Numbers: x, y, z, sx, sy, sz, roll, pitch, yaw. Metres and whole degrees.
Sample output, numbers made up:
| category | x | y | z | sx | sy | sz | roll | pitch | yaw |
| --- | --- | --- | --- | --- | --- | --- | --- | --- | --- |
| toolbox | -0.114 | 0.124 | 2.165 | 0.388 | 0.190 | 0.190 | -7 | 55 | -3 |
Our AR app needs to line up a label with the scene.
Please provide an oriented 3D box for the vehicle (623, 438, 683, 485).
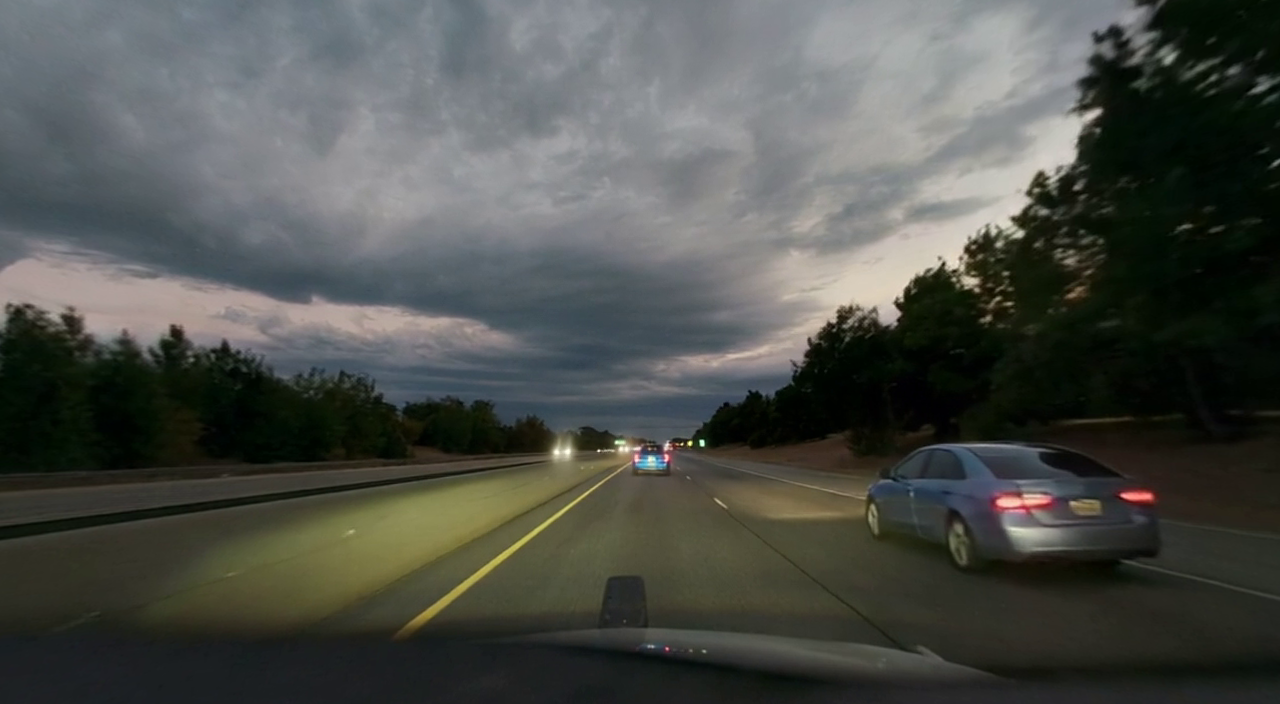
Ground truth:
| category | x | y | z | sx | sy | sz | roll | pitch | yaw |
| --- | --- | --- | --- | --- | --- | --- | --- | --- | --- |
| vehicle | 0.494 | 4.348 | 25.202 | 2.190 | 1.706 | 4.062 | 0 | -9 | 1 |

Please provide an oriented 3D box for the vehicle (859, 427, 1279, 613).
| category | x | y | z | sx | sy | sz | roll | pitch | yaw |
| --- | --- | --- | --- | --- | --- | --- | --- | --- | --- |
| vehicle | 4.282 | 1.710 | 7.366 | 1.864 | 1.489 | 4.379 | 0 | -9 | 0 |
